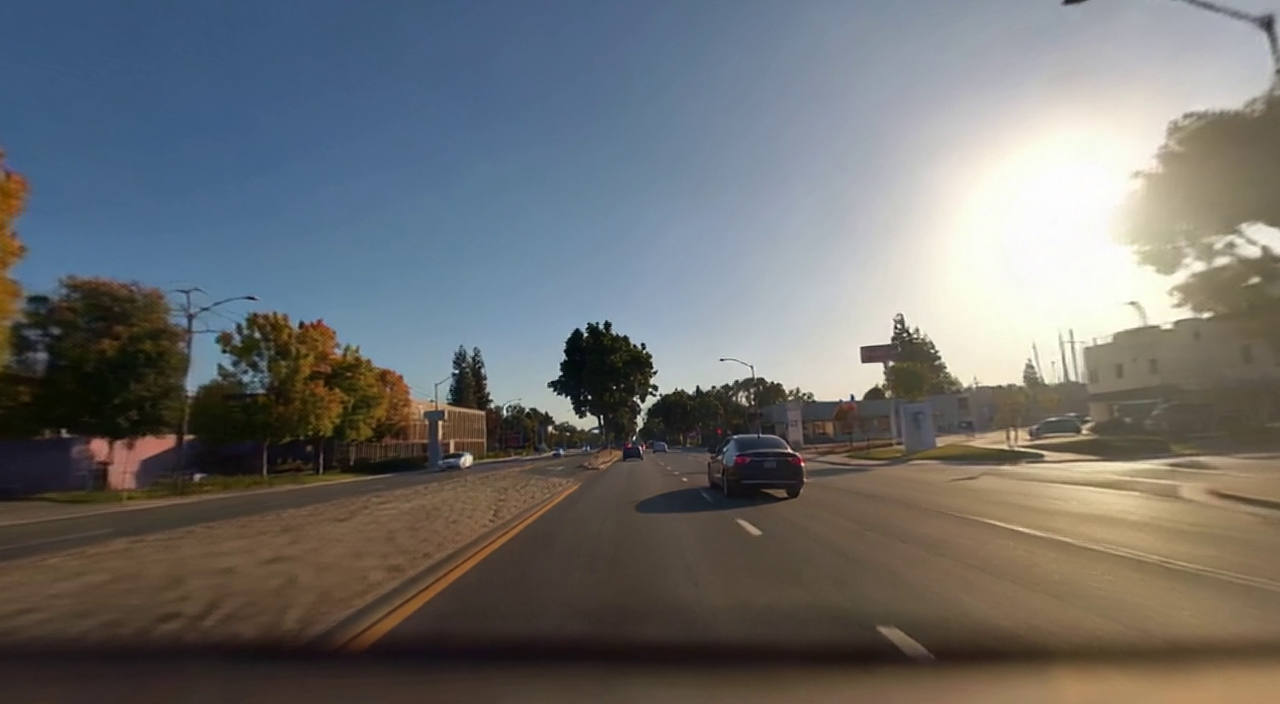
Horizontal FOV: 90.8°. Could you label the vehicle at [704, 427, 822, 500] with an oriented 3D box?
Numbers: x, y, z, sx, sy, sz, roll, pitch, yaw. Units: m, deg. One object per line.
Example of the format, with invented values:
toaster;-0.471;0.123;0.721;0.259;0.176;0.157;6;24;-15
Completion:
vehicle;2.997;2.851;16.585;1.995;1.616;4.729;0;-8;-2
